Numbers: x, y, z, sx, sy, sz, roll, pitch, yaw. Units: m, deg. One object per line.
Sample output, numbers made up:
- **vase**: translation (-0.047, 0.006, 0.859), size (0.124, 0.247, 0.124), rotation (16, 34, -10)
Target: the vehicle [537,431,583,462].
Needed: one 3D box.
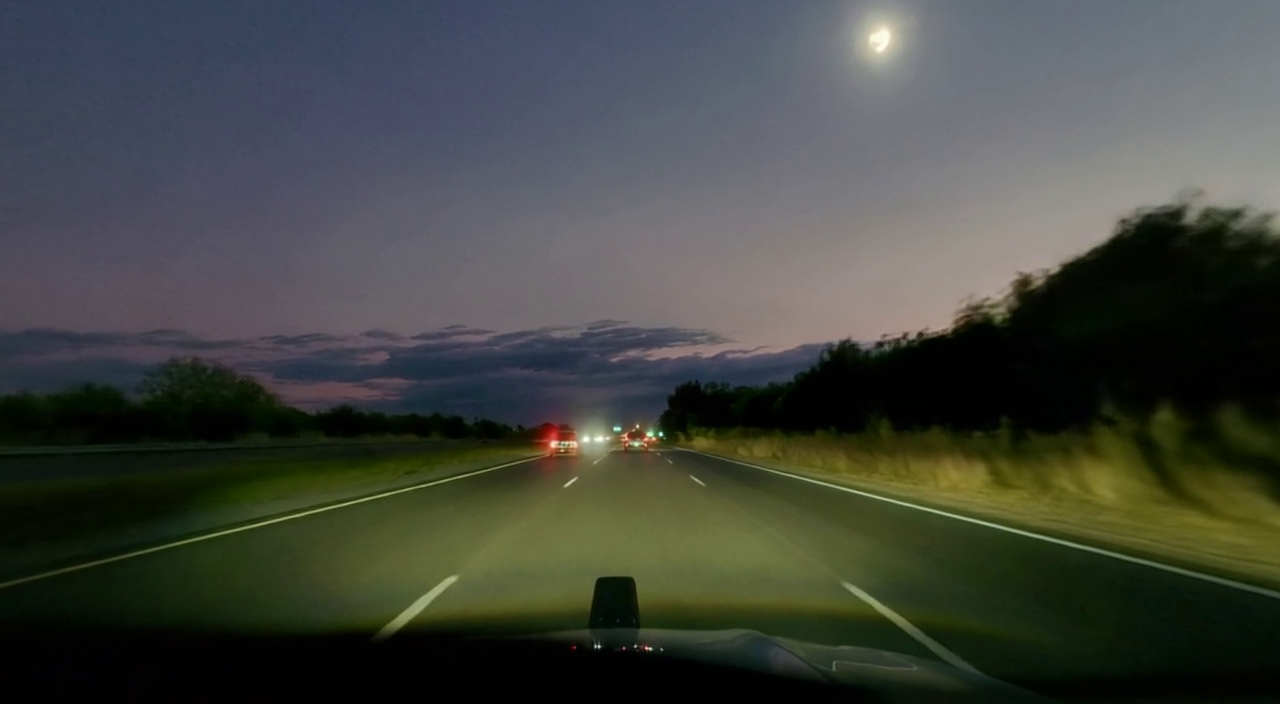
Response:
- **vehicle**: translation (-4.265, 5.125, 34.166), size (2.062, 1.567, 4.117), rotation (0, -8, -1)

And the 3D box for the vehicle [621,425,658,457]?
- **vehicle**: translation (-0.072, 5.726, 40.577), size (2.223, 1.957, 4.416), rotation (0, -8, -2)
